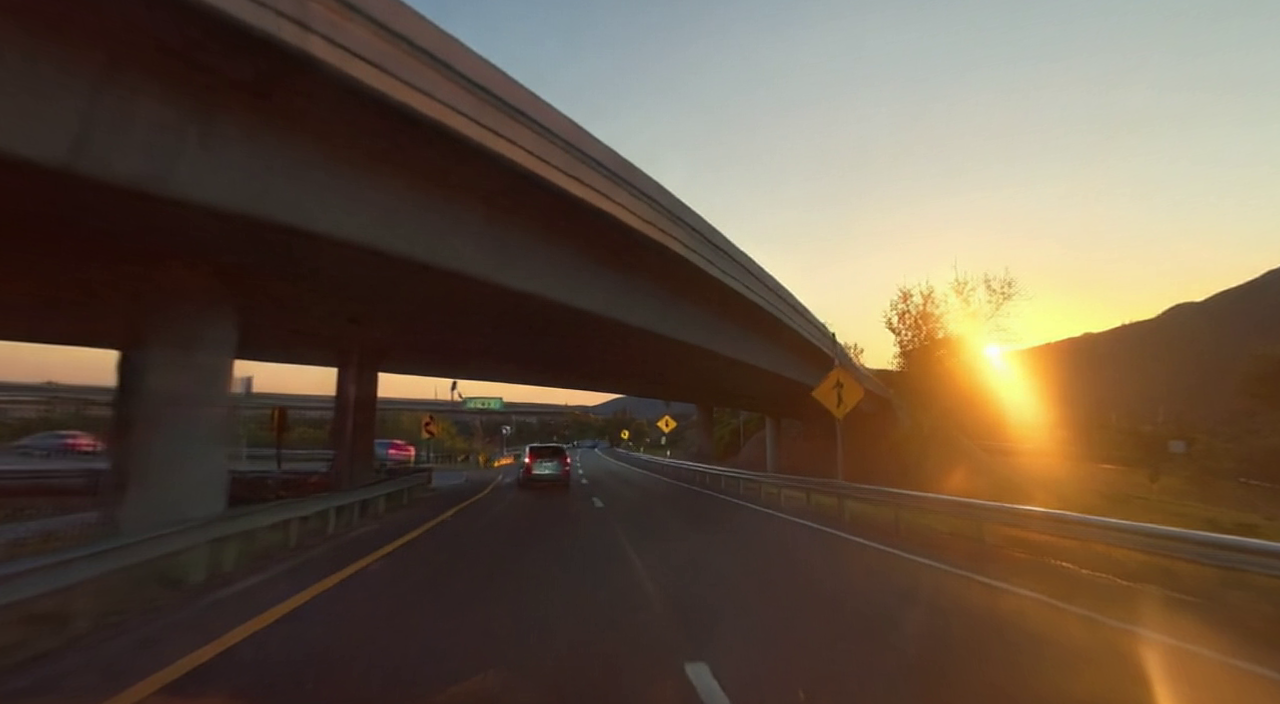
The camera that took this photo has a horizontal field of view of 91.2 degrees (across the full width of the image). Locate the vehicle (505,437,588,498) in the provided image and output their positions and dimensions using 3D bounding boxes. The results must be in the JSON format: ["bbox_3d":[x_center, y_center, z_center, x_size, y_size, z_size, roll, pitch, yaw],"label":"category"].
[{"bbox_3d":[-2.593,3.174,17.600,2.006,1.486,3.950,1,-9,-8],"label":"vehicle"}]

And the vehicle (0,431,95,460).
[{"bbox_3d":[-32.220,5.028,33.640,3.904,1.482,1.834,1,-9,-10],"label":"vehicle"}]

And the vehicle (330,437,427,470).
[{"bbox_3d":[-12.817,4.975,30.704,4.278,1.505,2.018,-5,-10,26],"label":"vehicle"}]
